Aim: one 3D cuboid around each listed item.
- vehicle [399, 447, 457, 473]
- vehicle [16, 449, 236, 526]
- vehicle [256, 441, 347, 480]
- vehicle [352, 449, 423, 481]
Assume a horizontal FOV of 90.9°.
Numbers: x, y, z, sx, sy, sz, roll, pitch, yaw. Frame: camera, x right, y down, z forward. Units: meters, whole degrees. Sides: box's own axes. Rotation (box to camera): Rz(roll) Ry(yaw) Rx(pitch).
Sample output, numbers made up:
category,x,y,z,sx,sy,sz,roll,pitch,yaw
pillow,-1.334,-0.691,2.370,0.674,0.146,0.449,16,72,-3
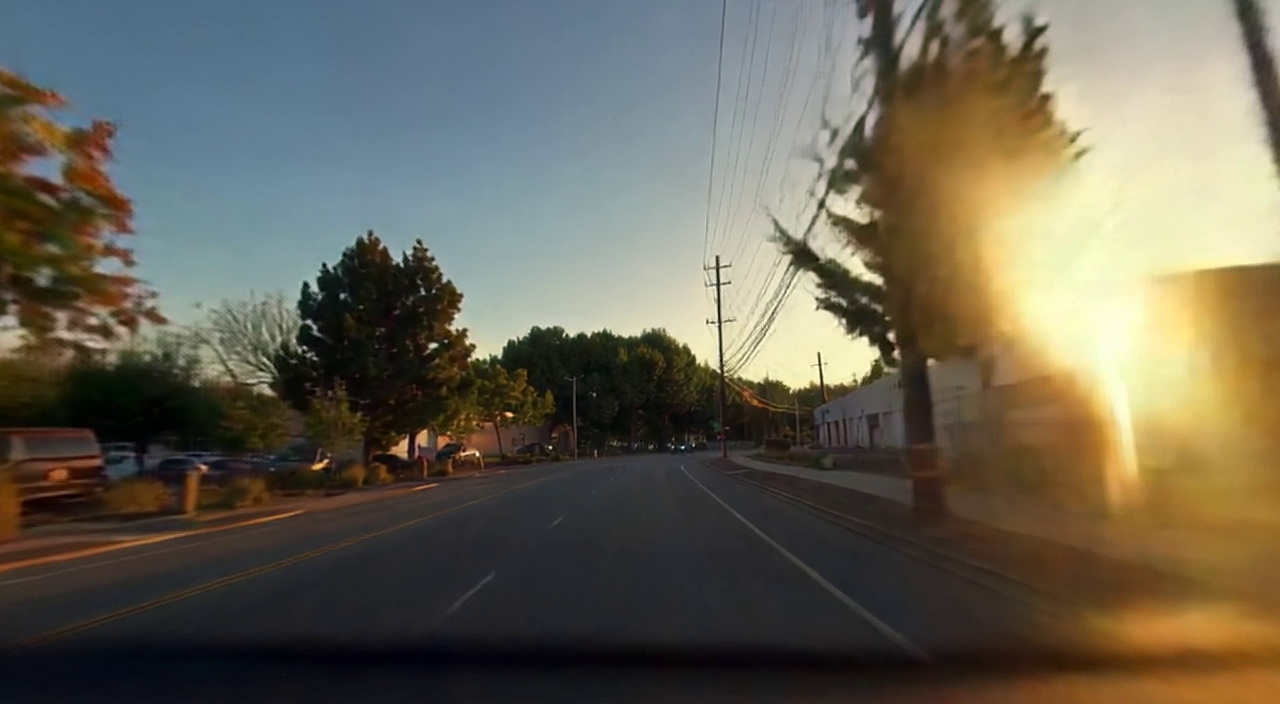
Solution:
category,x,y,z,sx,sy,sz,roll,pitch,yaw
vehicle,-13.766,6.997,41.194,2.070,1.577,4.652,0,-8,1
vehicle,-14.404,3.751,18.224,2.053,1.772,5.189,-3,-9,0
vehicle,-19.366,6.196,36.427,2.099,2.038,5.624,0,-9,0
vehicle,-14.144,6.331,35.644,2.122,1.440,4.601,-4,-8,0
